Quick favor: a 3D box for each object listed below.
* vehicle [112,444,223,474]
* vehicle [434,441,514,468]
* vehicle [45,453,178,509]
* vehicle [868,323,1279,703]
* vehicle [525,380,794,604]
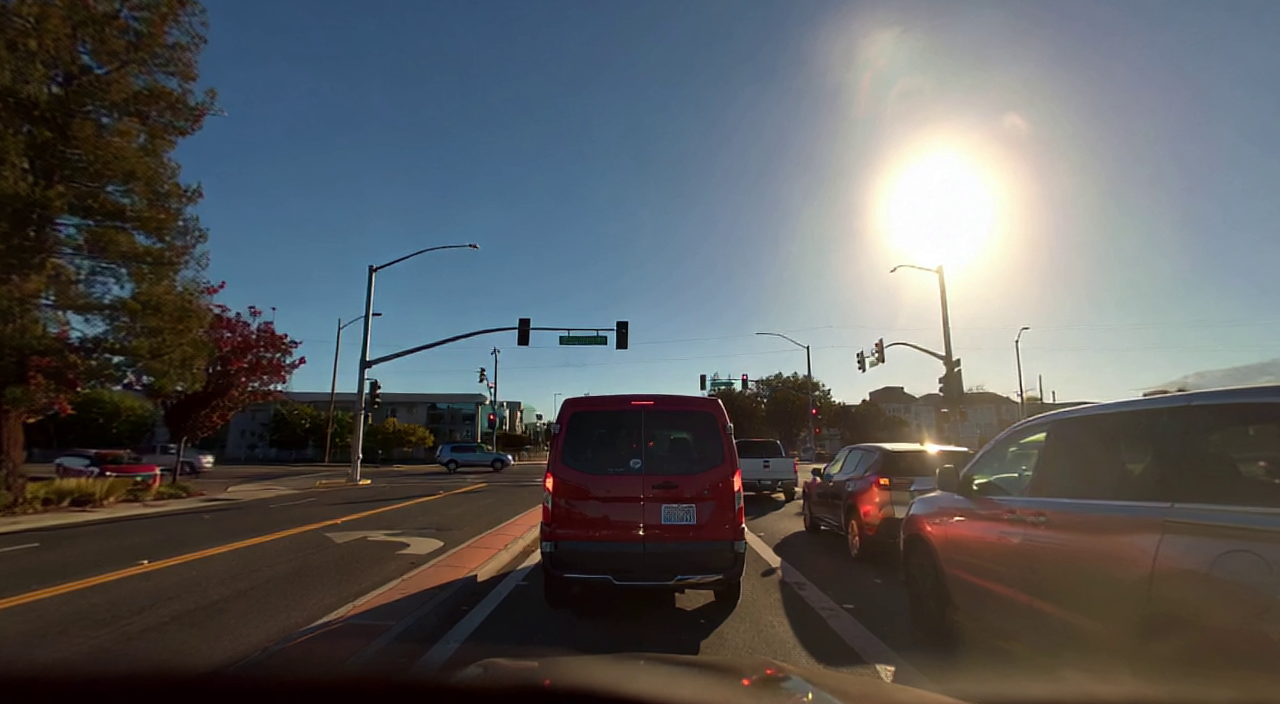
[{"bbox_3d":[-26.171,5.917,35.005,4.498,1.547,1.886,1,-8,-5],"label":"vehicle"},{"bbox_3d":[-9.973,6.144,37.790,4.479,1.522,2.003,2,-9,-17],"label":"vehicle"},{"bbox_3d":[-18.009,4.306,21.442,4.654,1.488,2.023,-5,-5,31],"label":"vehicle"},{"bbox_3d":[2.897,0.950,3.172,1.971,1.663,4.287,0,-8,2],"label":"vehicle"},{"bbox_3d":[0.179,1.464,7.421,2.185,1.822,4.391,0,-8,1],"label":"vehicle"}]
